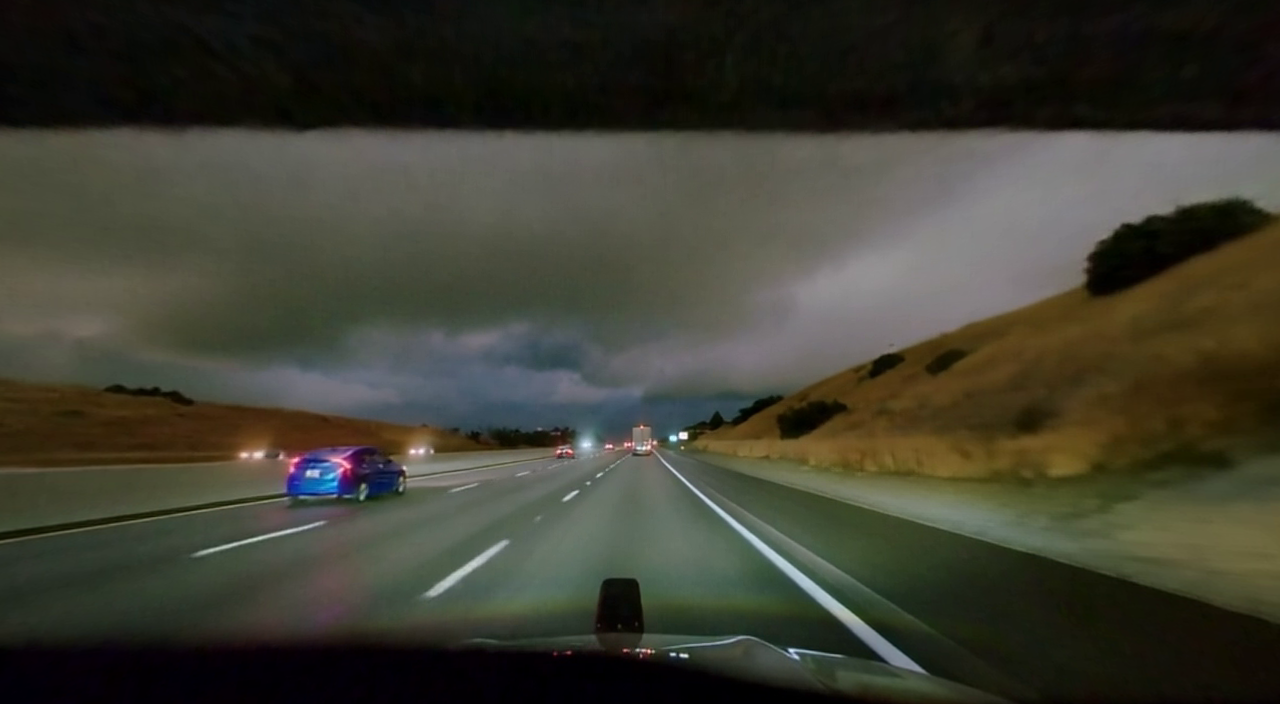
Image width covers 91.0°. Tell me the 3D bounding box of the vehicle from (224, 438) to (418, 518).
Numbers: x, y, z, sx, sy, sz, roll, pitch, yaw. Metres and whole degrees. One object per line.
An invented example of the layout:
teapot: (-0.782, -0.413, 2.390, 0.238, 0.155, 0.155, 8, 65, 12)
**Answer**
vehicle: (-7.104, 2.826, 14.744, 2.096, 1.541, 4.610, 0, -8, 0)
